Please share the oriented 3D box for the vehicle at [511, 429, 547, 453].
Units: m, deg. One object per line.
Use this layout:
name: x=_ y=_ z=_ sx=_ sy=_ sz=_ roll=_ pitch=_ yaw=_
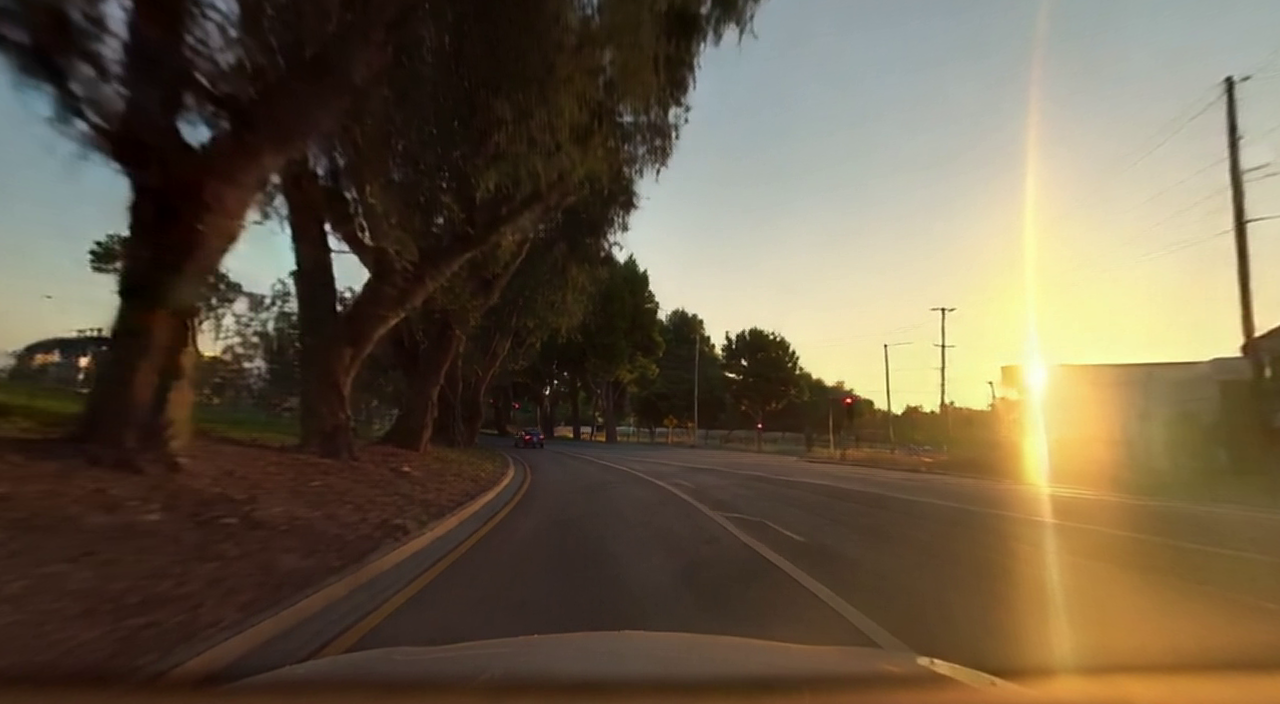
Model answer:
vehicle: x=-8.255 y=6.577 z=46.317 sx=1.947 sy=1.729 sz=4.051 roll=3 pitch=-9 yaw=-19
